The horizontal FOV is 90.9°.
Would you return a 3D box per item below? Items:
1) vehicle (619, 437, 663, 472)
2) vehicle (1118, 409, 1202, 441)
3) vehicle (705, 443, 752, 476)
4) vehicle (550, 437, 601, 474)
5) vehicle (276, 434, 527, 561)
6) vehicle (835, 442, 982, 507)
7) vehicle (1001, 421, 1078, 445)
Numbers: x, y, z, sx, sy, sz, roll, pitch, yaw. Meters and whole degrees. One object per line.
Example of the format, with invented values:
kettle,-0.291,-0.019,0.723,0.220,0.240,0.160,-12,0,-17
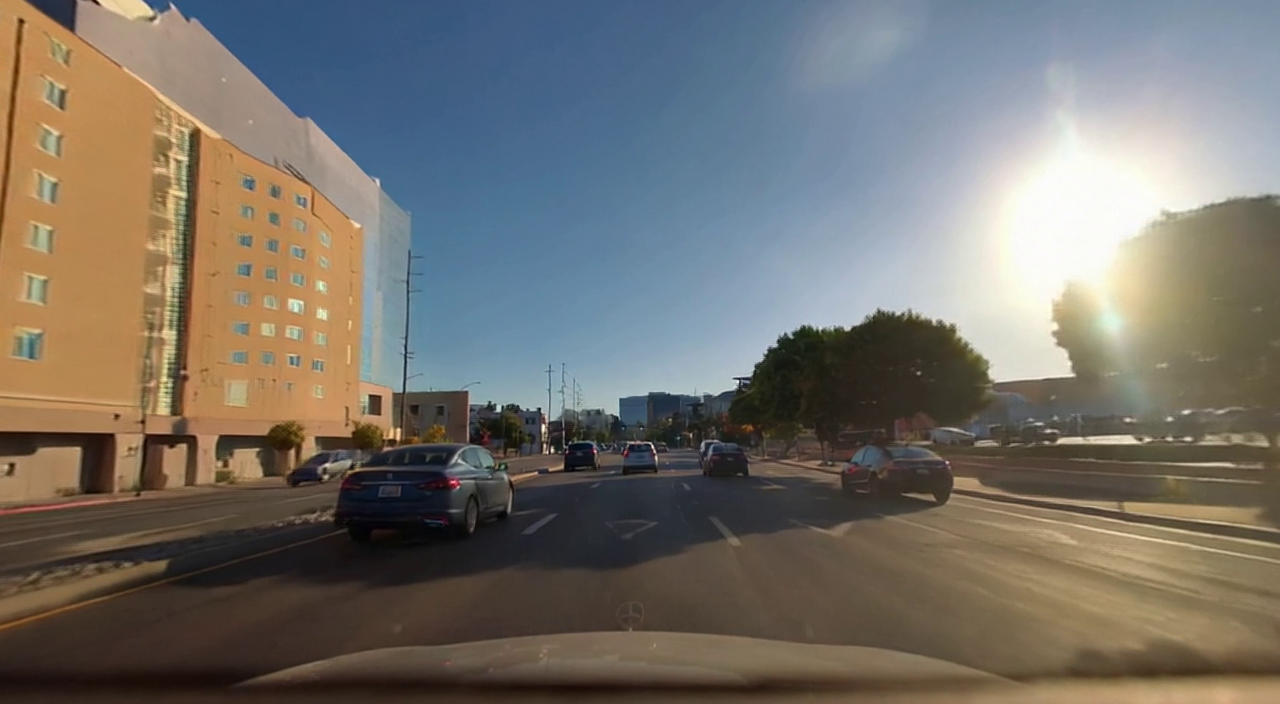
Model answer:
vehicle,0.052,5.747,35.466,2.304,1.795,4.526,0,-9,0
vehicle,26.459,3.758,32.020,4.617,1.459,1.819,5,-10,-33
vehicle,4.251,5.227,30.866,1.884,1.458,4.245,-1,-9,3
vehicle,-3.295,5.448,33.276,2.117,1.799,4.442,0,-9,1
vehicle,-3.226,2.064,9.731,2.095,1.486,4.411,0,-9,1
vehicle,6.890,3.162,16.803,1.865,1.458,4.605,0,-9,0
vehicle,26.201,5.334,41.311,4.674,1.489,2.008,4,-10,-26
